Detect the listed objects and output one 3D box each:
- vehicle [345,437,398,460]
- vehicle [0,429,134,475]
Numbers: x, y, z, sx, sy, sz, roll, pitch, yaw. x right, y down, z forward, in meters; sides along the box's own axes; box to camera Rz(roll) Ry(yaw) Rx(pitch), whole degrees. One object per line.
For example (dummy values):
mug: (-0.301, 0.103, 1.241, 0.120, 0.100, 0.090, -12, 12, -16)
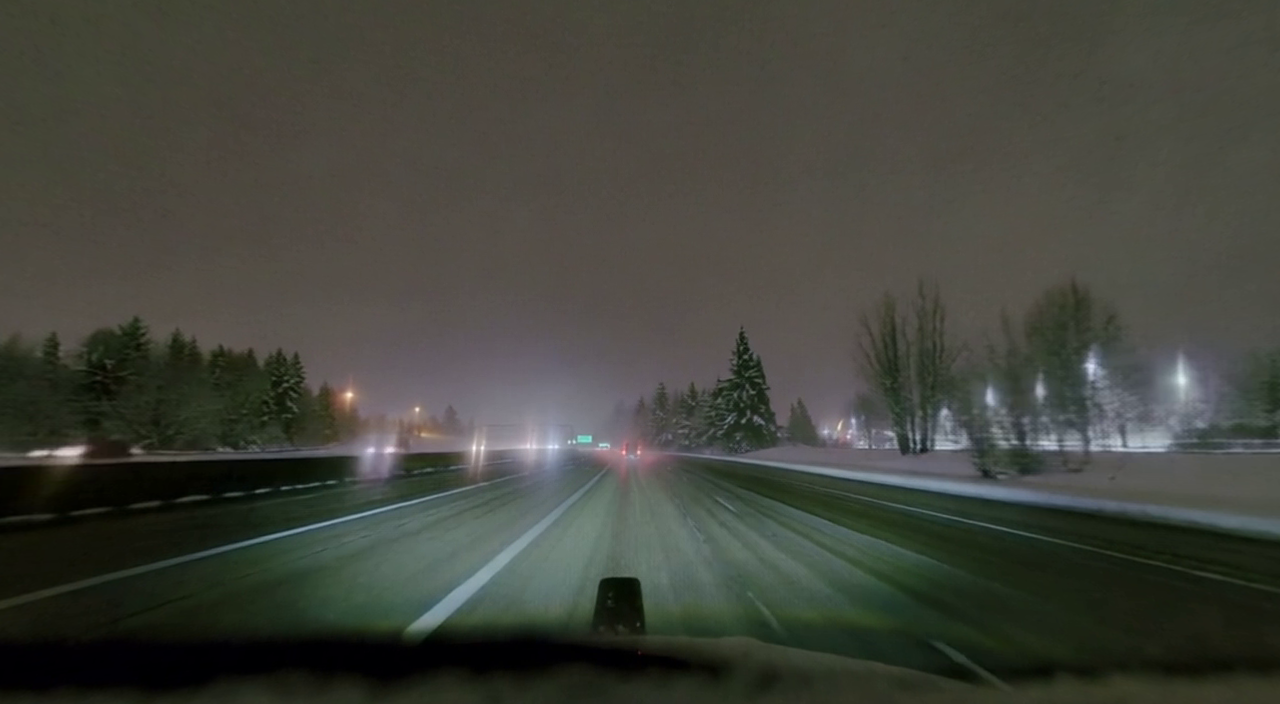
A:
vehicle: (-17.386, 6.259, 40.995, 1.723, 1.428, 3.842, 0, -9, 1)
vehicle: (-21.199, 3.613, 22.862, 1.900, 1.471, 4.555, 0, -9, 0)
